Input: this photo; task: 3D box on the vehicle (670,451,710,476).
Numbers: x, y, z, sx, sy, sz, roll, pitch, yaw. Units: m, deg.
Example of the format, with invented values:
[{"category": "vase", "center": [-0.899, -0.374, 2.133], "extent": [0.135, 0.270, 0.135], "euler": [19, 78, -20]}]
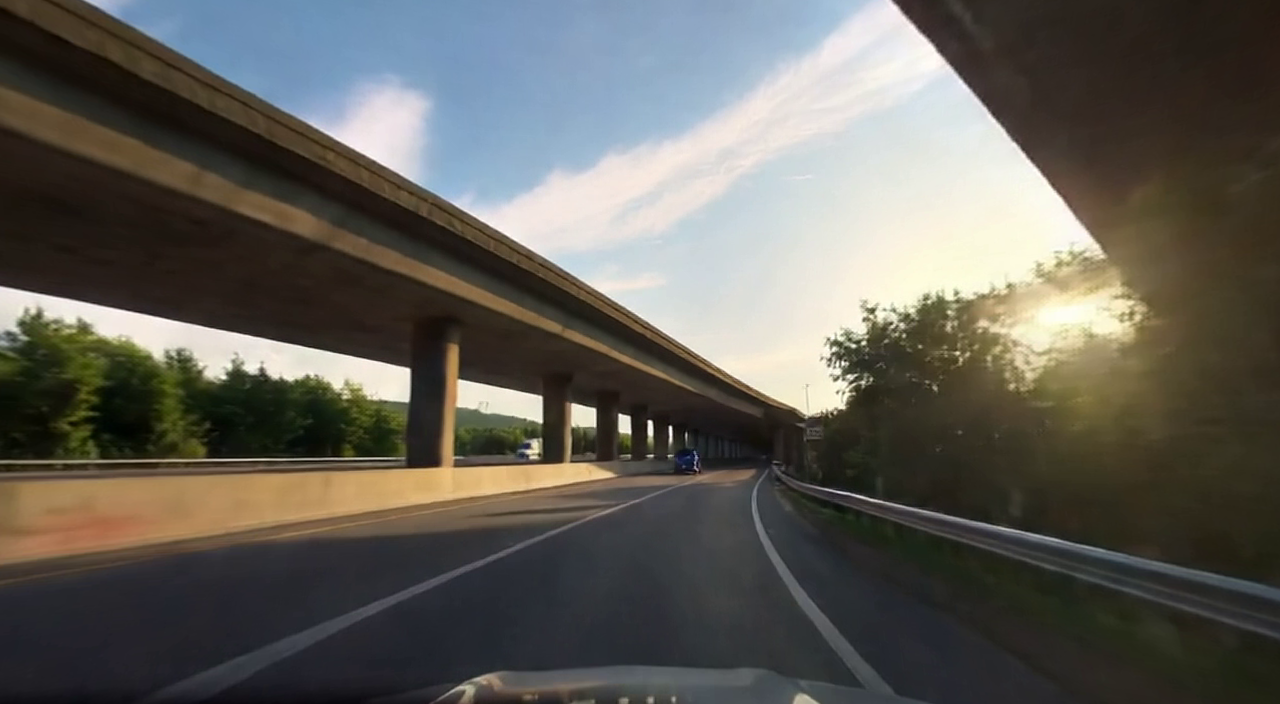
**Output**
[{"category": "vehicle", "center": [3.202, 6.994, 39.732], "extent": [1.940, 1.444, 4.024], "euler": [-2, -9, 12]}]
